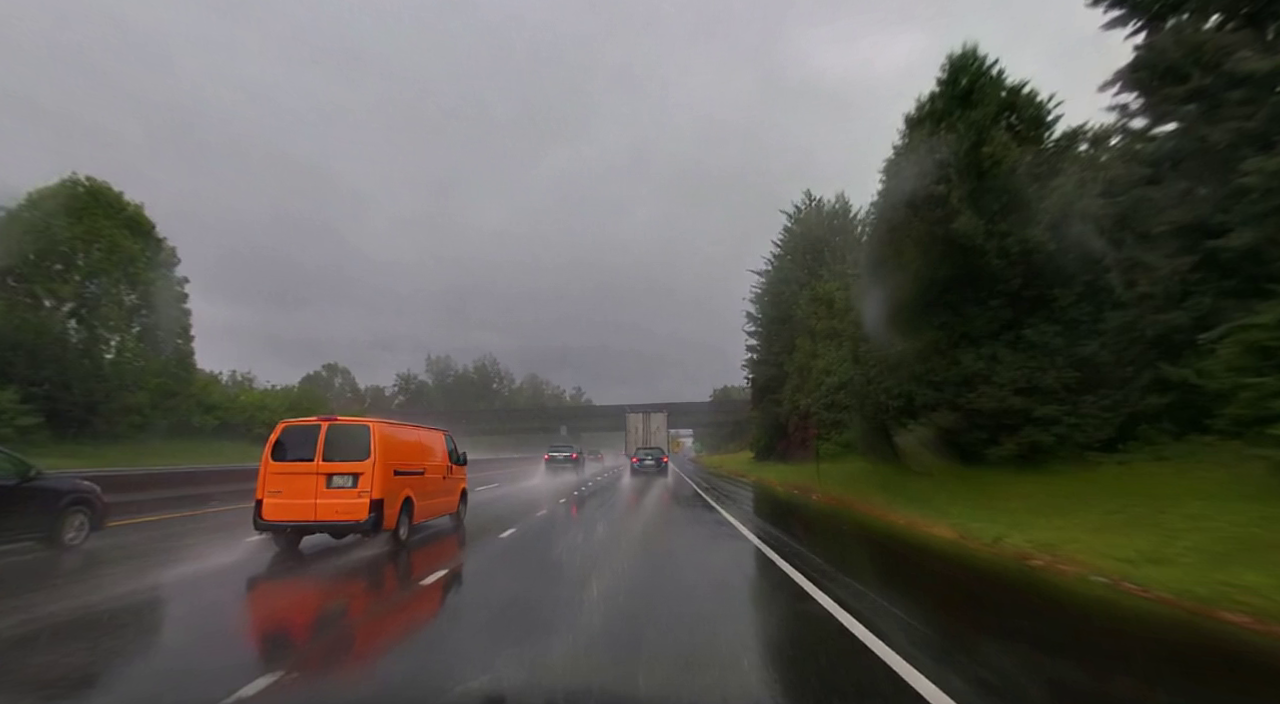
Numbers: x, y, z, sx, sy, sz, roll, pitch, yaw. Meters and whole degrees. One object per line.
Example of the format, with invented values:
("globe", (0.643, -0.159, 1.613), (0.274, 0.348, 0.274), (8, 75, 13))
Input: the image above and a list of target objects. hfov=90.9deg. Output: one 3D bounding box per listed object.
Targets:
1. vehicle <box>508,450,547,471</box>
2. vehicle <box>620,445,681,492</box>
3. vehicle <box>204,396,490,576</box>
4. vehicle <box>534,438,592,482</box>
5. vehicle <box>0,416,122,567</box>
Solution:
("vehicle", (-7.749, 7.512, 43.738), (1.886, 1.414, 4.028), (0, -9, 2))
("vehicle", (0.333, 4.055, 22.236), (1.991, 1.507, 3.391), (0, -9, 0))
("vehicle", (-3.577, 1.724, 8.699), (1.951, 1.882, 3.979), (0, -9, 1))
("vehicle", (-3.452, 4.945, 29.053), (2.068, 1.862, 4.234), (0, -9, 1))
("vehicle", (-8.236, 1.481, 6.510), (2.093, 1.675, 4.233), (0, -9, 0))
